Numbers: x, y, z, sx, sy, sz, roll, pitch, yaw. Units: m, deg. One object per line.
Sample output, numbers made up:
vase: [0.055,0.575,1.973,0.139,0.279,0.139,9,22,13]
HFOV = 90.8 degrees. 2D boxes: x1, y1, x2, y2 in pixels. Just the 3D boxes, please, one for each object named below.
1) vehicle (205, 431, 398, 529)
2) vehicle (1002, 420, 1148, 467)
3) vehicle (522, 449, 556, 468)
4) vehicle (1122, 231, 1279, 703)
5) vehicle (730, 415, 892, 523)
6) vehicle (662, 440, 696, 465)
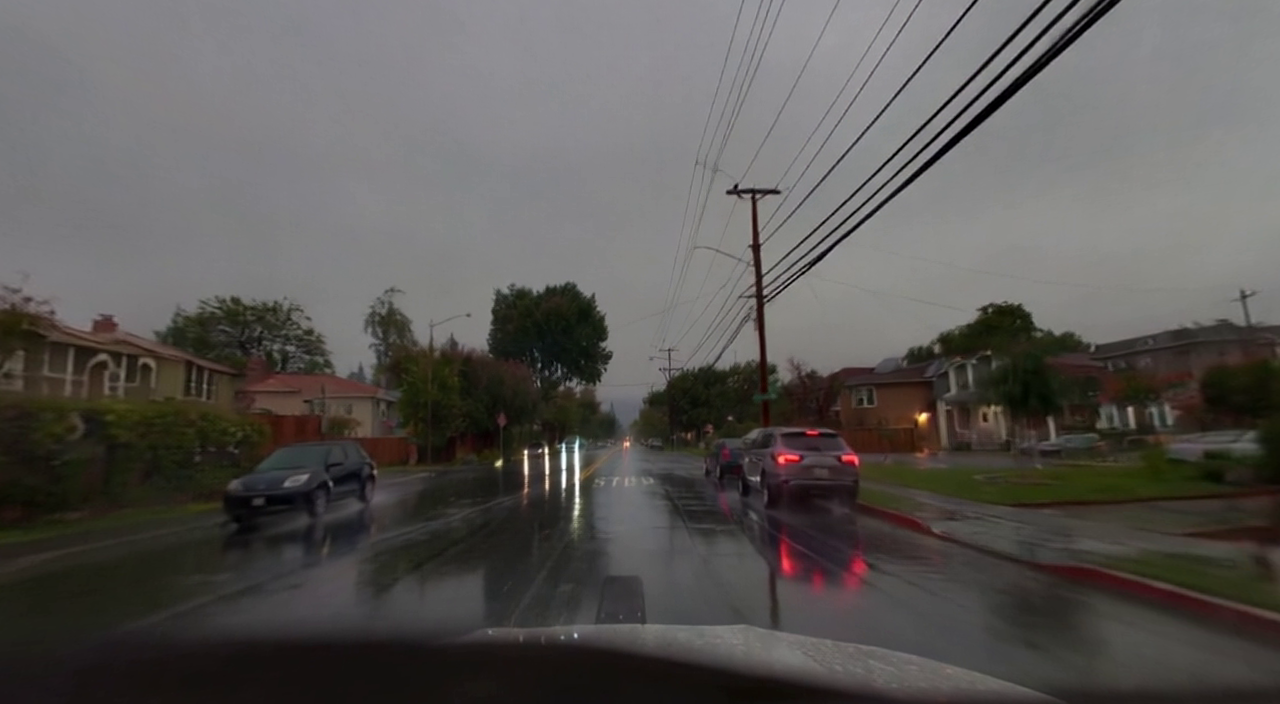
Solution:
vehicle: [-7.315,2.858,14.272,1.980,1.664,4.342,-5,-11,-1]
vehicle: [19.221,4.071,28.094,4.826,1.933,2.166,1,-8,1]
vehicle: [-7.530,7.933,47.321,1.926,1.307,3.909,0,-9,0]
vehicle: [3.433,0.255,0.105,2.111,2.054,5.748,0,-9,0]
vehicle: [3.162,2.280,12.737,1.993,1.778,4.311,0,-9,0]
vehicle: [2.794,7.317,46.197,2.114,1.708,4.474,0,-9,-1]
